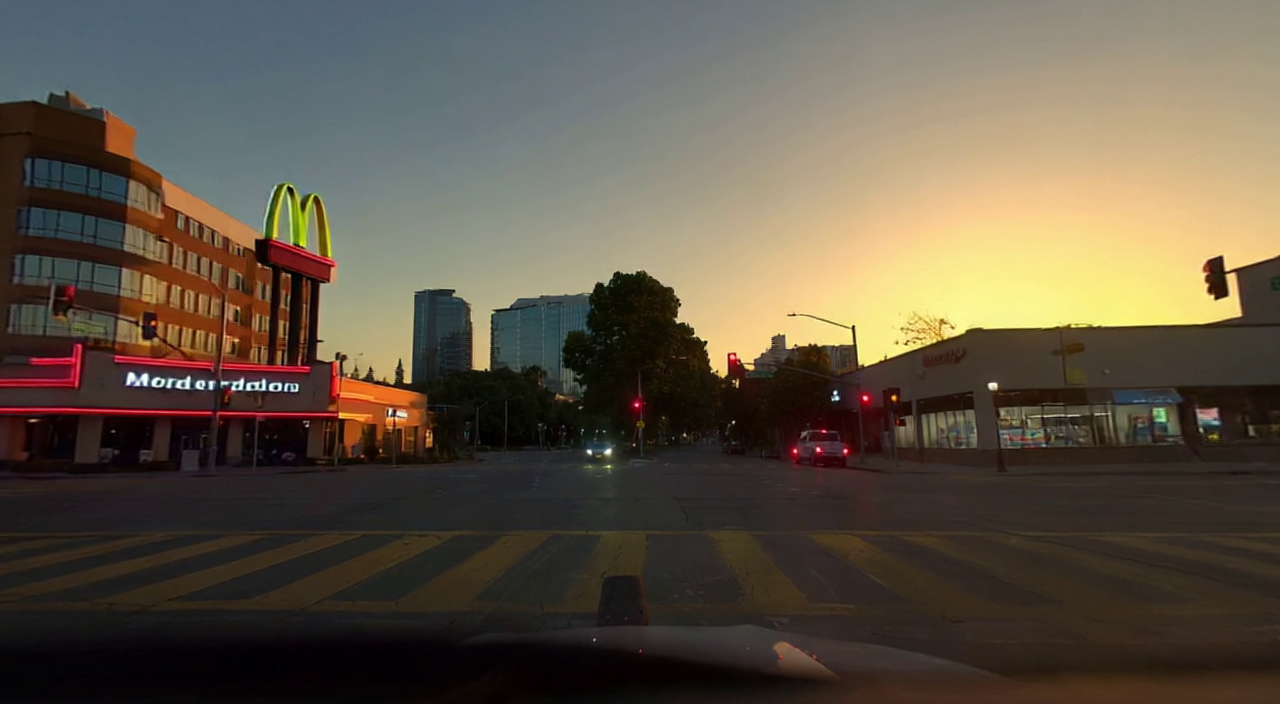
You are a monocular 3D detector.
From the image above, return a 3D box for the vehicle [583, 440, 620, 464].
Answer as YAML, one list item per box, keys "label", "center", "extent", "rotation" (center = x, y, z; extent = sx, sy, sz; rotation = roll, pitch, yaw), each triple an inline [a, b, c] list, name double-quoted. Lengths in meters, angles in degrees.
- label: "vehicle"
  center: [-2.501, 6.639, 41.957]
  extent: [2.104, 1.468, 4.195]
  rotation: [0, -8, 1]
